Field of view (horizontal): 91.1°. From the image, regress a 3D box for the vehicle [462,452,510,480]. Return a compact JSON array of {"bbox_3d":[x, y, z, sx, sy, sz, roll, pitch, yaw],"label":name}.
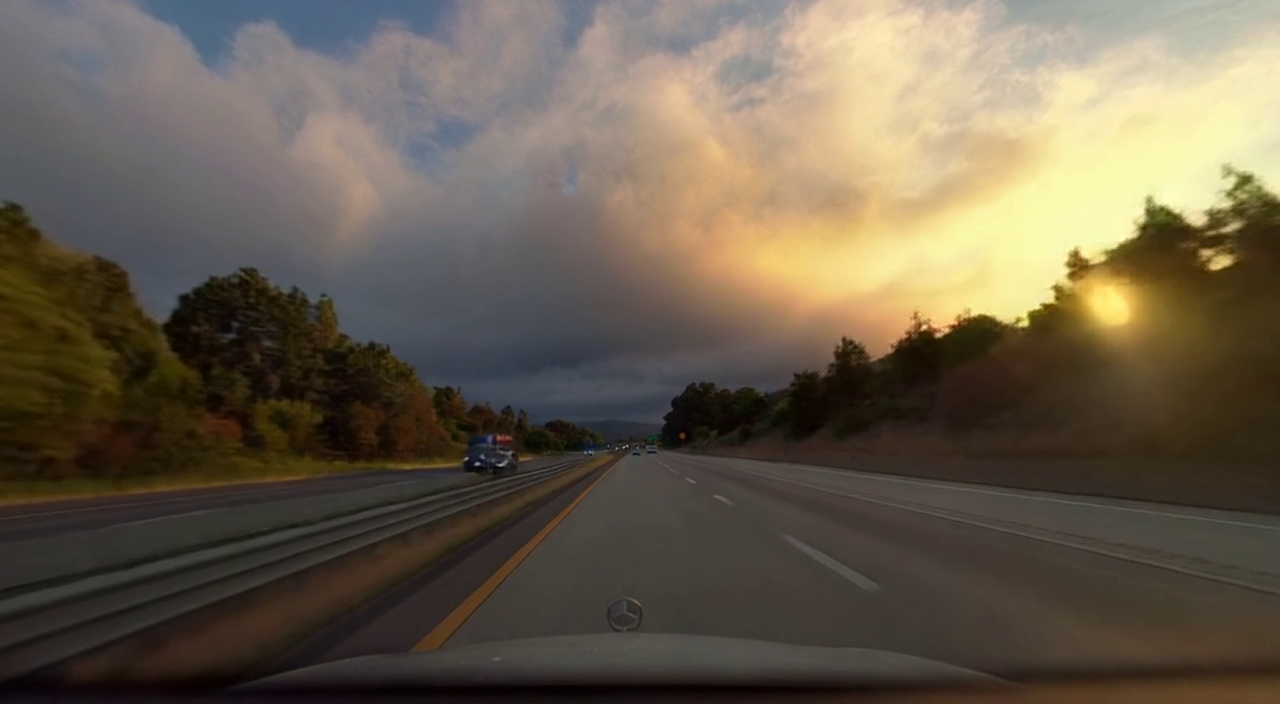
[{"bbox_3d":[-8.894,6.603,36.628,1.842,1.452,3.655,0,-9,0],"label":"vehicle"}]
